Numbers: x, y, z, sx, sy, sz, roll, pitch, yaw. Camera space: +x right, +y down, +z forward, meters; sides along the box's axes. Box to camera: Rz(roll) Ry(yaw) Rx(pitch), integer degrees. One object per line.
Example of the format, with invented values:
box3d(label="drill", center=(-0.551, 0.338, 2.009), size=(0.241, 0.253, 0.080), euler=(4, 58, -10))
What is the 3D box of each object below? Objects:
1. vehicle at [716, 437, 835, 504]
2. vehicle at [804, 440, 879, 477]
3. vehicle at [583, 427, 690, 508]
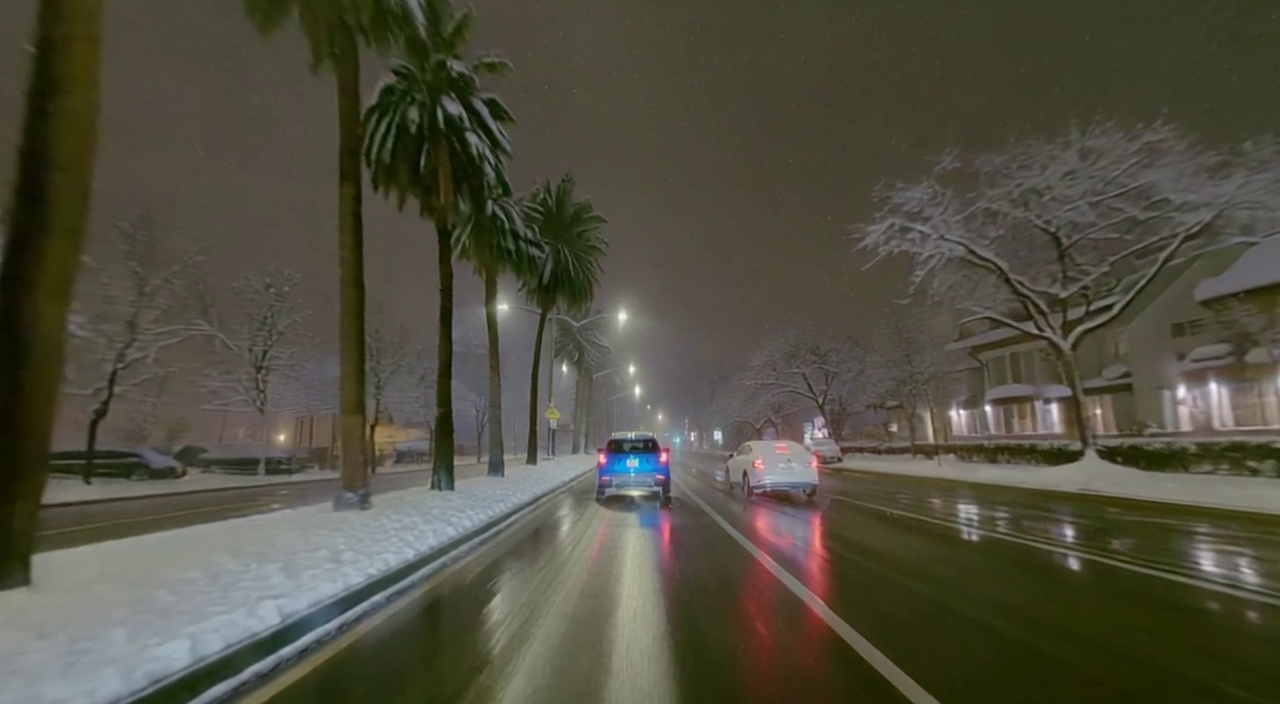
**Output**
box3d(label="vehicle", center=(3.313, 2.992, 16.471), size=(1.941, 1.472, 4.570), euler=(0, -8, -2))
box3d(label="vehicle", center=(9.749, 5.190, 30.977), size=(1.981, 1.613, 4.787), euler=(2, -9, -2))
box3d(label="vehicle", center=(-0.103, 2.755, 15.511), size=(2.239, 1.693, 4.301), euler=(0, -8, -1))
